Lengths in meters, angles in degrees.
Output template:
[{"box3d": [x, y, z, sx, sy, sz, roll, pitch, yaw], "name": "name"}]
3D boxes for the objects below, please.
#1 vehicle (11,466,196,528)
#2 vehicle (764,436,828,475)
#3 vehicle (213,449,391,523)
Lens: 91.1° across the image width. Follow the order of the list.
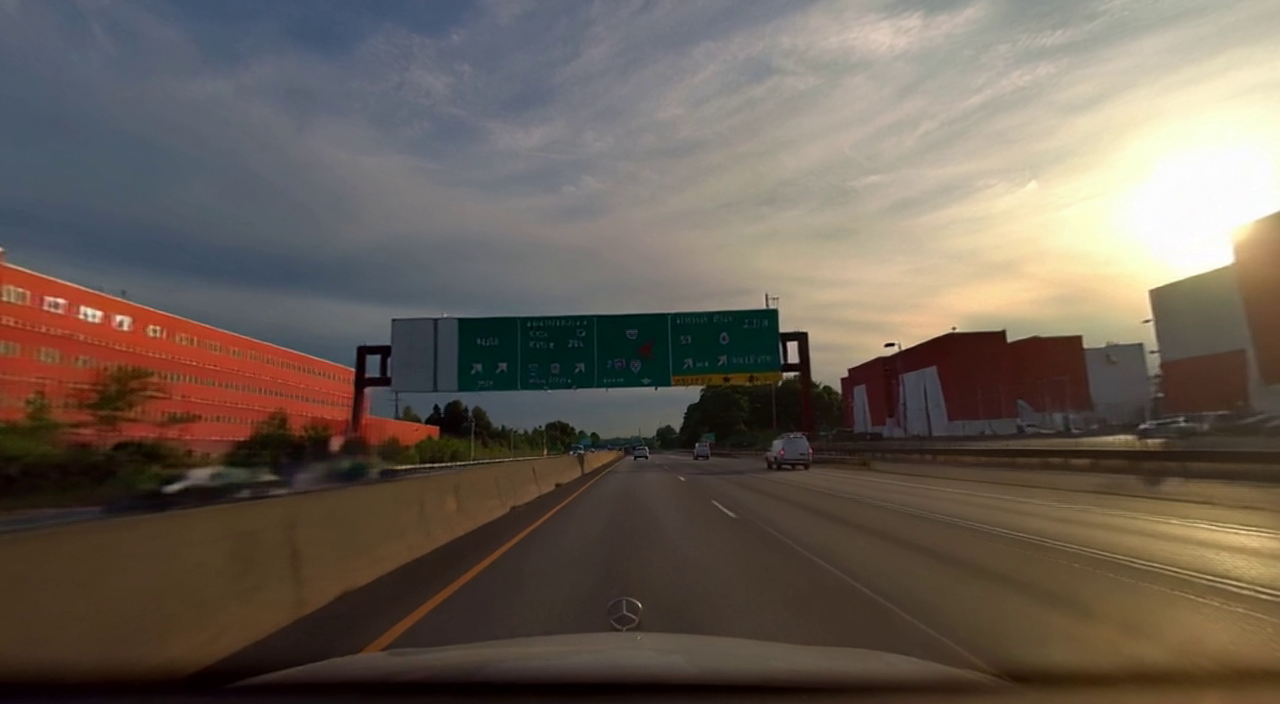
[{"box3d": [-15.733, 4.232, 18.805, 1.862, 1.517, 4.136, 0, -9, 0], "name": "vehicle"}, {"box3d": [8.351, 5.608, 34.164, 2.156, 1.943, 5.010, 0, -9, 0], "name": "vehicle"}, {"box3d": [-7.987, 3.162, 15.441, 1.971, 1.520, 4.310, 0, -9, 0], "name": "vehicle"}]
